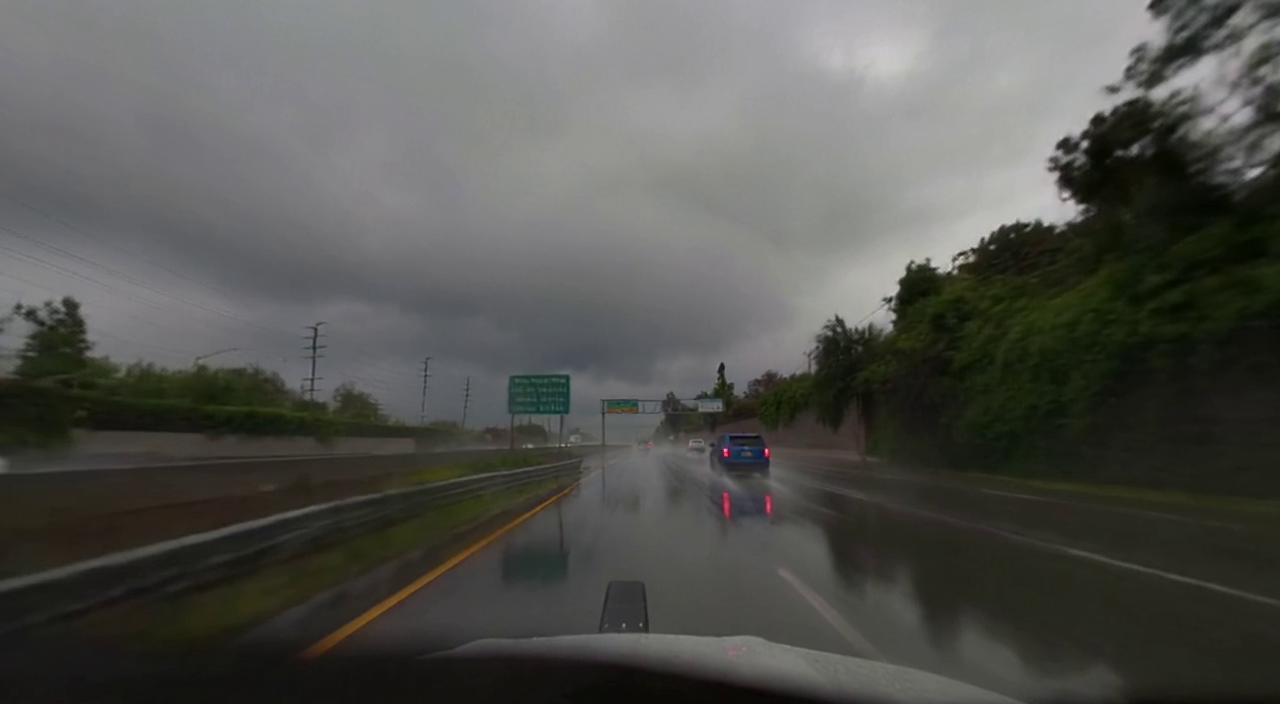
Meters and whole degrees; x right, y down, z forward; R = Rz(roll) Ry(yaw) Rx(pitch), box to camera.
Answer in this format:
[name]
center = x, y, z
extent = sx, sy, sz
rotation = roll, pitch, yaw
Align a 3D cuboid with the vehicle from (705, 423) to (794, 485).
[vehicle]
center = 3.469, 3.330, 20.886
extent = 2.120, 1.832, 4.287
rotation = 0, -8, -1
